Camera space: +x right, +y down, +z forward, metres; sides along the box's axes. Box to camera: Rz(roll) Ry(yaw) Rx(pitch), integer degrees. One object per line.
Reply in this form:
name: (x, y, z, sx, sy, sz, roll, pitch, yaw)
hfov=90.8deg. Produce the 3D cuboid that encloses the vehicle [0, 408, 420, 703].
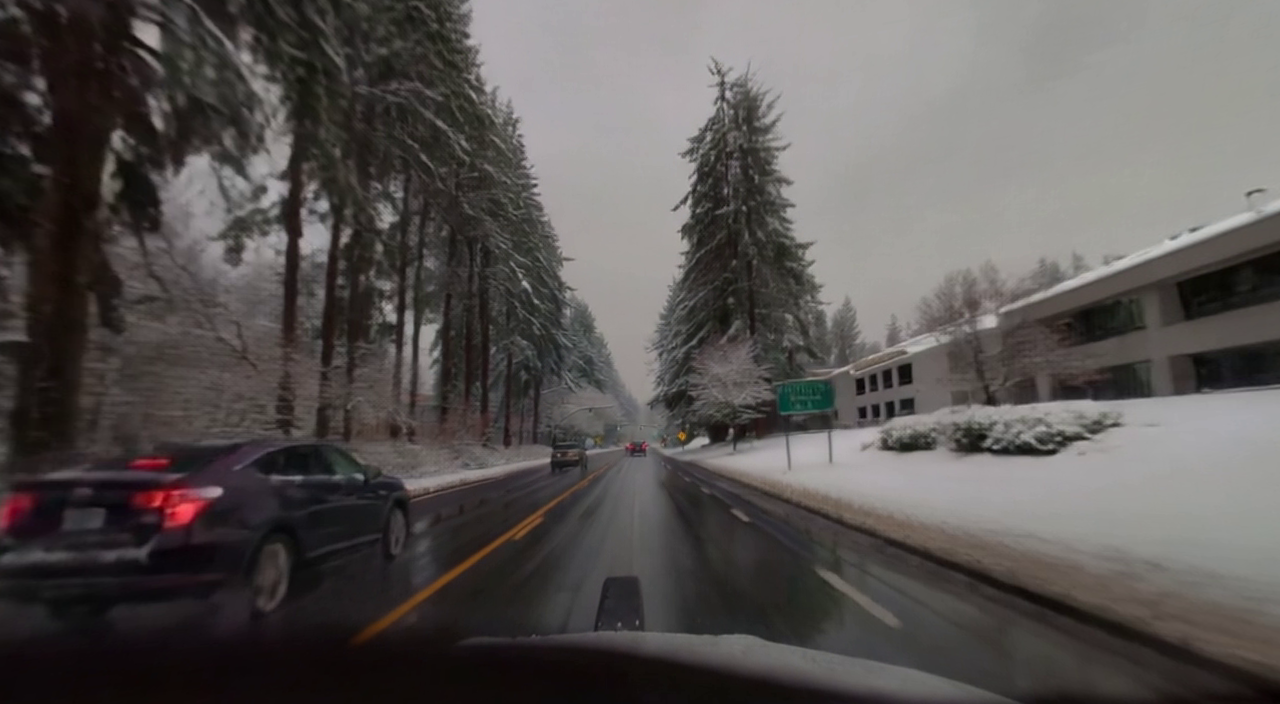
vehicle: (-3.464, 1.320, 4.999, 1.862, 1.478, 4.369, 0, -9, 0)

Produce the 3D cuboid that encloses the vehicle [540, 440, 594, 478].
vehicle: (-3.317, 4.928, 29.327, 1.942, 1.588, 4.172, 0, -9, 1)
